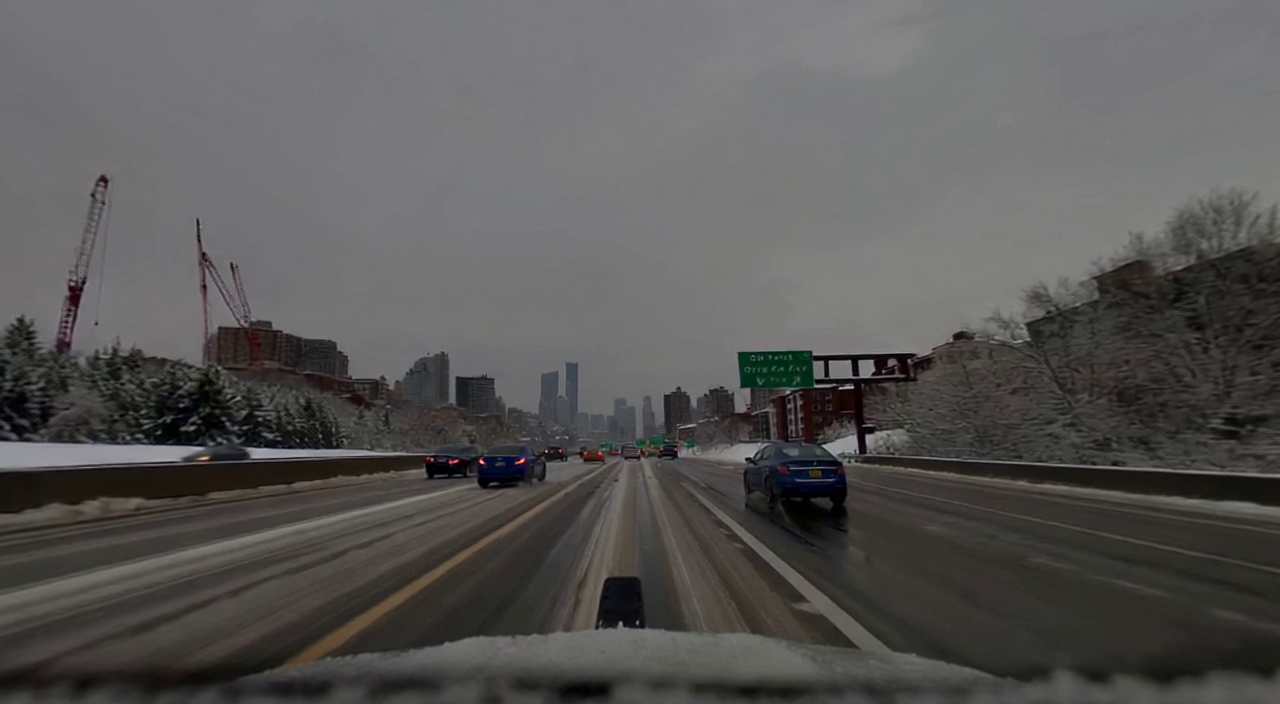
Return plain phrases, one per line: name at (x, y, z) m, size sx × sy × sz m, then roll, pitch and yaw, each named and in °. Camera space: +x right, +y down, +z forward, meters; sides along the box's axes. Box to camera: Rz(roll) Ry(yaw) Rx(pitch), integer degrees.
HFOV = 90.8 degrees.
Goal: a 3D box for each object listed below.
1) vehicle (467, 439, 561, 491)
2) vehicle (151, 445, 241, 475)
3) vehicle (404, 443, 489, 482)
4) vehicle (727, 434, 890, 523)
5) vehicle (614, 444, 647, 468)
vehicle at (-4.018, 3.670, 20.947) m, size 2.136 × 1.512 × 4.488 m, roll 0°, pitch -8°, yaw 1°
vehicle at (-27.513, 6.659, 39.367) m, size 1.960 × 1.713 × 4.966 m, roll 0°, pitch -8°, yaw 0°
vehicle at (-8.013, 4.595, 26.666) m, size 2.043 × 1.494 × 4.824 m, roll 0°, pitch -8°, yaw 0°
vehicle at (3.175, 2.479, 13.013) m, size 1.995 × 1.486 × 4.463 m, roll 0°, pitch -8°, yaw -2°
vehicle at (-0.635, 6.725, 40.988) m, size 2.019 × 1.472 × 3.971 m, roll 0°, pitch -8°, yaw -1°
